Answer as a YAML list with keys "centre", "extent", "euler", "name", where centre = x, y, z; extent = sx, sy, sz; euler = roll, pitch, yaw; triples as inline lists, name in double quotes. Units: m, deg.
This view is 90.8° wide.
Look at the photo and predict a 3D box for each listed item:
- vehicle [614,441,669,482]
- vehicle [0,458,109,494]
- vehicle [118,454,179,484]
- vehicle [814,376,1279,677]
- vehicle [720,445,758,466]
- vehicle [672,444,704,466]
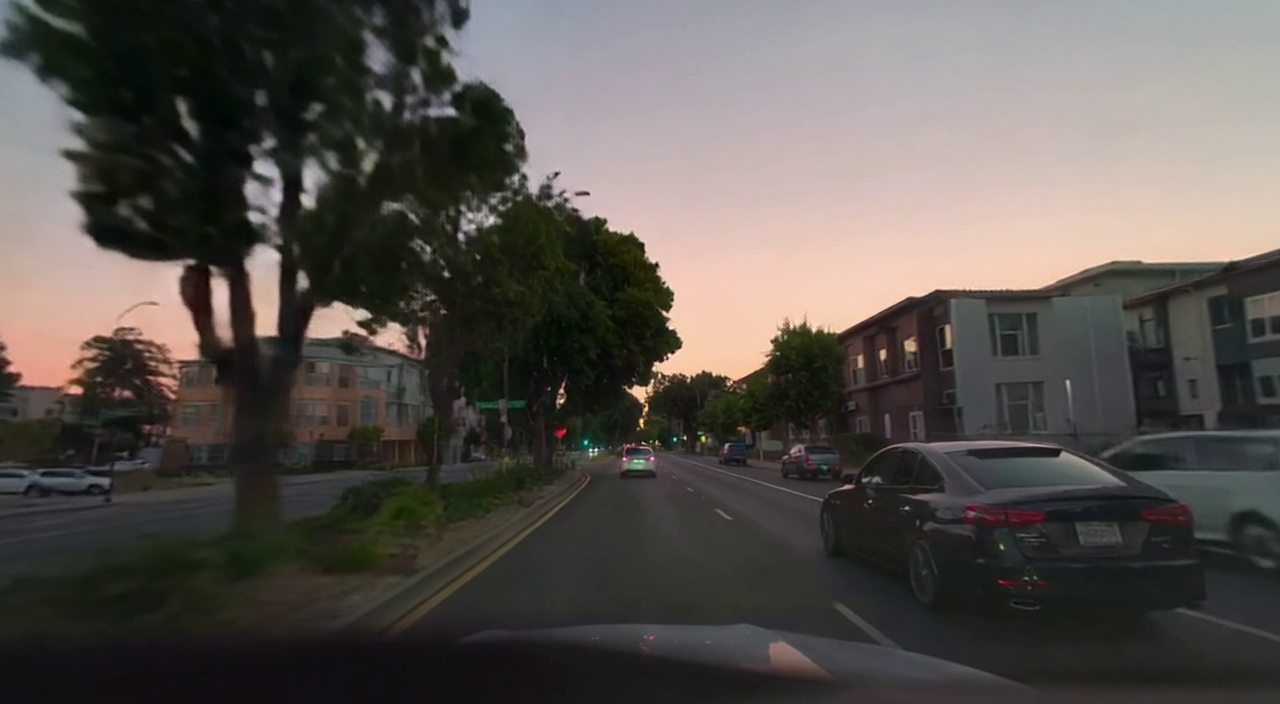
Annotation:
- centre: [0.031, 4.306, 25.059]
  extent: [2.006, 1.487, 3.535]
  euler: [0, -9, -1]
  name: "vehicle"
- centre: [-27.643, 5.652, 28.977]
  extent: [4.732, 1.497, 2.077]
  euler: [-1, -9, 2]
  name: "vehicle"
- centre: [-30.838, 7.285, 39.599]
  extent: [4.272, 1.704, 2.031]
  euler: [-8, -11, 40]
  name: "vehicle"
- centre: [3.164, 1.304, 5.738]
  extent: [1.949, 1.723, 4.020]
  euler: [0, -9, -1]
  name: "vehicle"
- centre: [7.378, 7.738, 47.481]
  extent: [1.936, 1.516, 4.579]
  euler: [0, -9, -2]
  name: "vehicle"
- centre: [3.380, 7.363, 45.442]
  extent: [1.910, 1.474, 4.003]
  euler: [0, -9, -1]
  name: "vehicle"
